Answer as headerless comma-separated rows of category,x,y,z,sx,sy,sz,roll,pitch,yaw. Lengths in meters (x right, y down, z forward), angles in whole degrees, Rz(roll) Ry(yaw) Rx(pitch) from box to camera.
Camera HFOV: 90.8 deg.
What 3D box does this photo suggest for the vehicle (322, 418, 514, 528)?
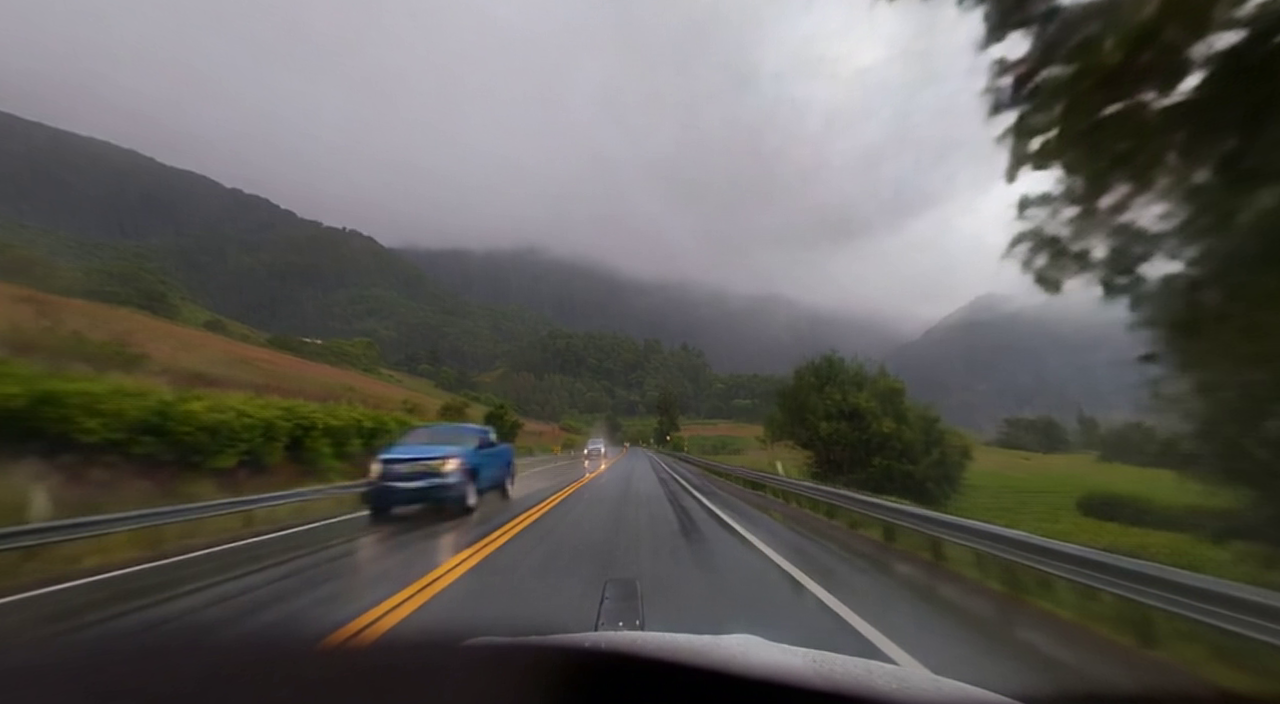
vehicle,-4.188,2.374,12.953,2.309,1.826,4.542,0,-8,0
